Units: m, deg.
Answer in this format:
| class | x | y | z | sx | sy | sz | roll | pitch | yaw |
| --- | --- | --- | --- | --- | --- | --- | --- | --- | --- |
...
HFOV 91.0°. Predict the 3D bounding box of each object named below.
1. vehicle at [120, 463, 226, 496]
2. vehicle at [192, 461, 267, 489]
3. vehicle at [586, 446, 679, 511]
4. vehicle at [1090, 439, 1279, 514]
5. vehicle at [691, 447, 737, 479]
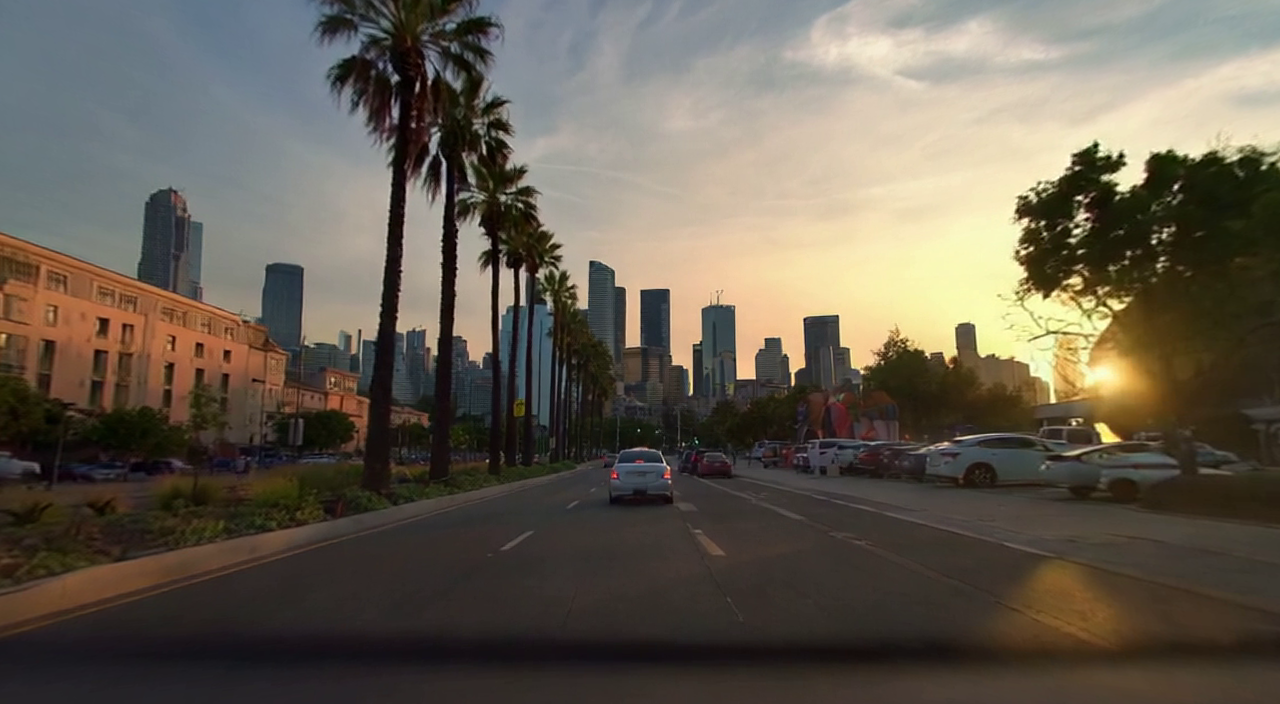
| class | x | y | z | sx | sy | sz | roll | pitch | yaw |
| --- | --- | --- | --- | --- | --- | --- | --- | --- | --- |
| vehicle | -23.300 | 6.353 | 31.641 | 1.860 | 1.420 | 4.472 | 0 | -8 | 0 |
| vehicle | -26.580 | 7.947 | 40.926 | 1.913 | 1.604 | 4.331 | 0 | -8 | 0 |
| vehicle | -0.148 | 3.332 | 17.098 | 2.235 | 1.528 | 3.876 | 0 | -8 | 1 |
| vehicle | 12.943 | 2.680 | 13.867 | 4.363 | 1.488 | 2.248 | 1 | -9 | -4 |
| vehicle | 4.338 | 6.580 | 37.561 | 2.136 | 1.774 | 4.778 | 0 | -8 | 0 |
